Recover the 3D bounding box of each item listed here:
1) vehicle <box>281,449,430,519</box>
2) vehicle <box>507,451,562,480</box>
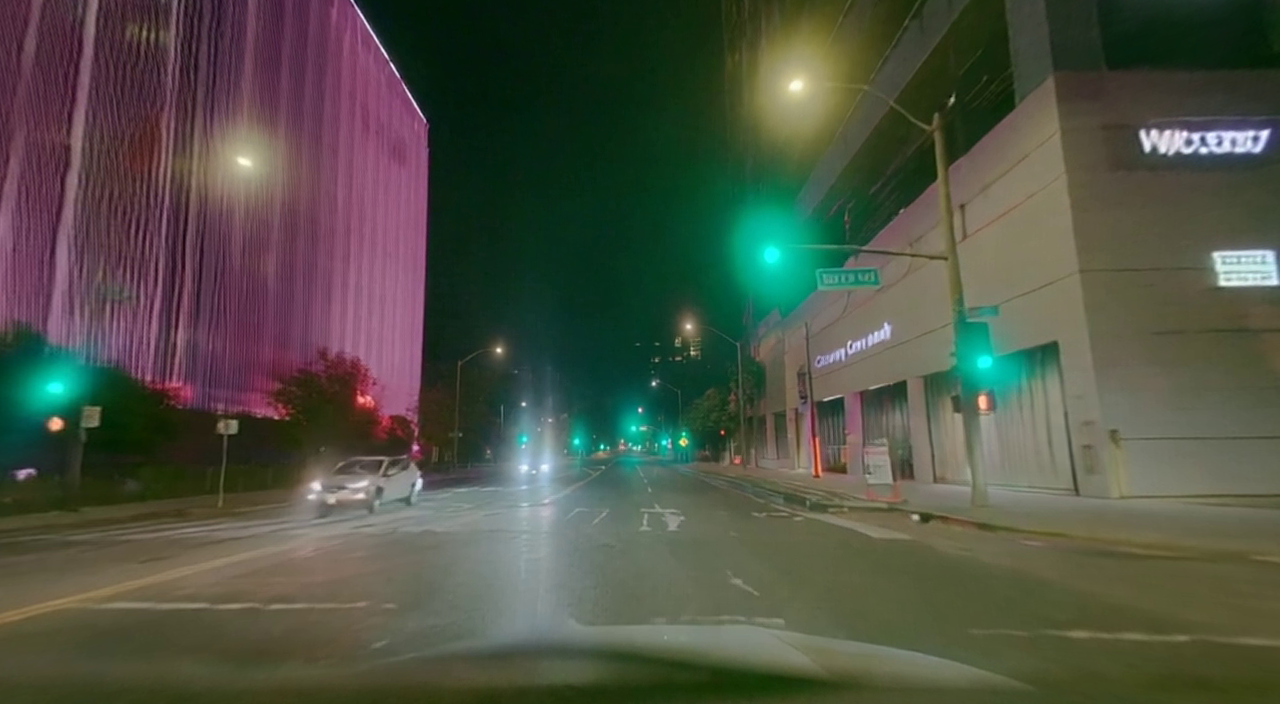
[{"bbox_3d":[-7.127,3.296,16.310,1.897,1.537,3.770,0,-8,3],"label":"vehicle"},{"bbox_3d":[-6.109,6.617,37.178,2.037,1.563,4.754,-1,-8,4],"label":"vehicle"}]
